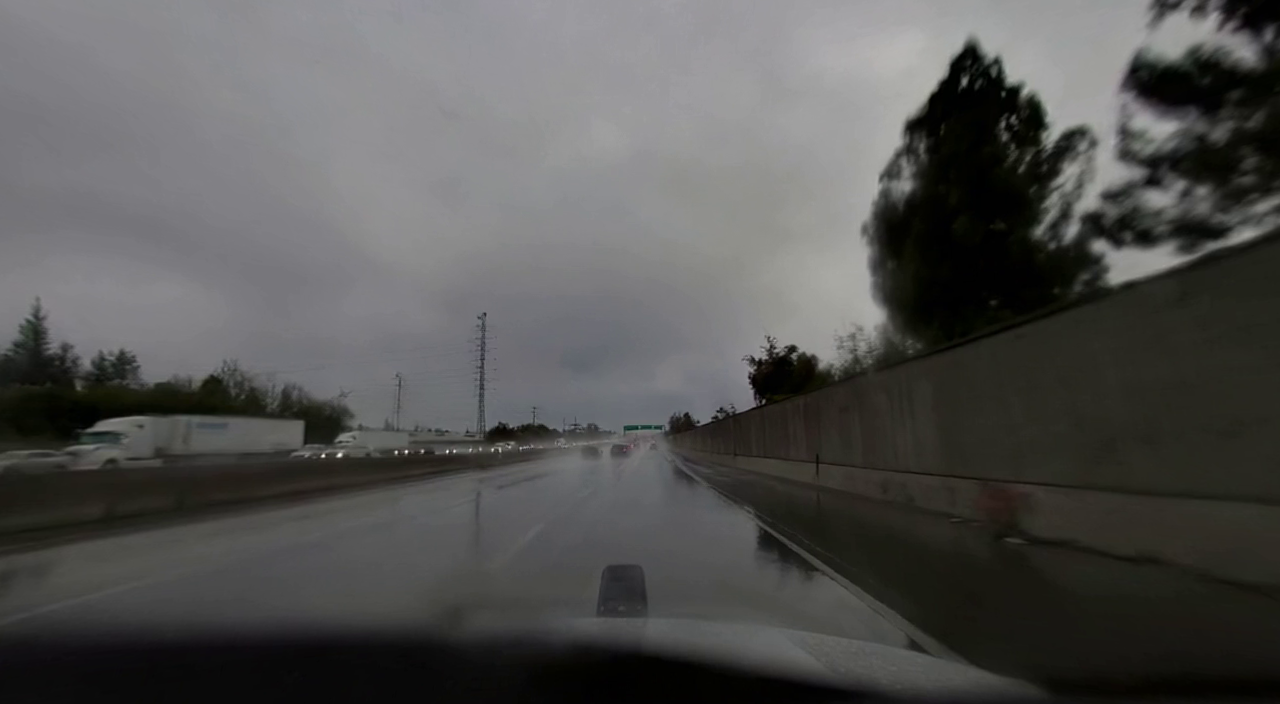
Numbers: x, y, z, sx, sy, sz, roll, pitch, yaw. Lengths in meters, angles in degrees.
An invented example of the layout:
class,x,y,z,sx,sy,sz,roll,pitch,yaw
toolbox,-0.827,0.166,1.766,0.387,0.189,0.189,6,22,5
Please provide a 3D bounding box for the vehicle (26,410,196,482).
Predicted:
class,x,y,z,sx,sy,sz,roll,pitch,yaw
vehicle,-31.915,5.734,38.722,2.974,3.934,8.302,0,-8,1

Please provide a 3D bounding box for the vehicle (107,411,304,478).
class,x,y,z,sx,sy,sz,roll,pitch,yaw
vehicle,-31.807,7.035,48.106,2.877,4.155,16.730,0,-8,1
